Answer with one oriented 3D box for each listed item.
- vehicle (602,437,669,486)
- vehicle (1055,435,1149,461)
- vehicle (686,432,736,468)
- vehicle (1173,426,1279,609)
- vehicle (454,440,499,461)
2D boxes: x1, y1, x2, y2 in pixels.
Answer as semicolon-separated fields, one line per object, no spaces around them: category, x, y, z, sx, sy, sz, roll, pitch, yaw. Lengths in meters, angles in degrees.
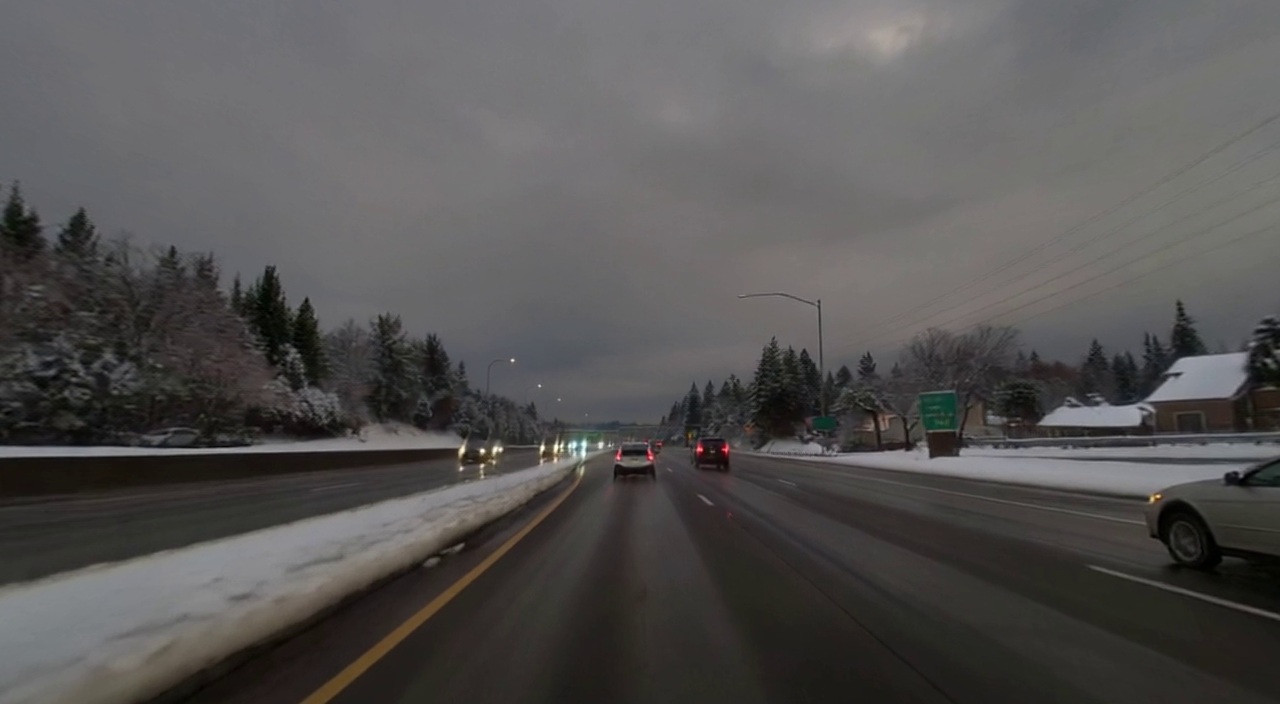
vehicle;-0.122;3.616;21.118;2.040;1.451;3.736;0;-9;1
vehicle;31.564;6.535;43.329;1.991;1.653;4.785;4;-9;-23
vehicle;3.888;5.463;35.278;2.186;1.842;4.553;0;-9;-1
vehicle;6.403;1.126;3.684;2.434;1.467;4.726;0;-9;0
vehicle;-12.076;7.315;47.017;2.042;1.502;4.626;0;-9;1
